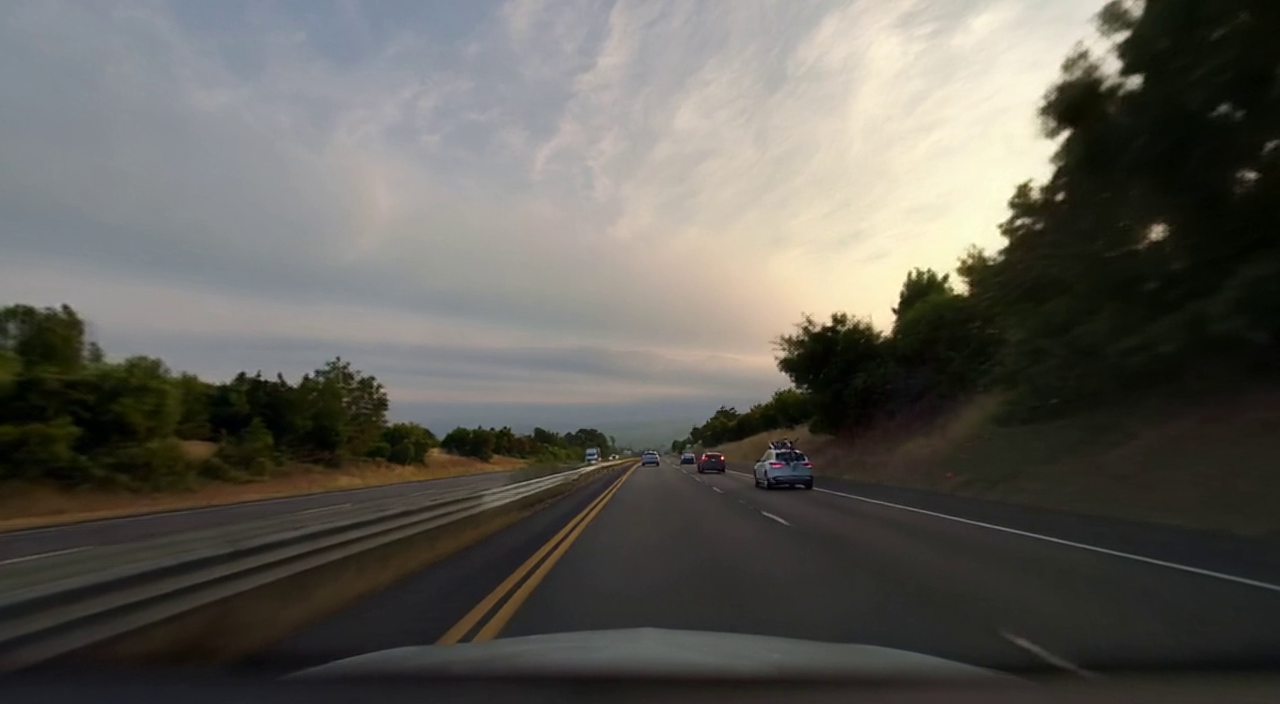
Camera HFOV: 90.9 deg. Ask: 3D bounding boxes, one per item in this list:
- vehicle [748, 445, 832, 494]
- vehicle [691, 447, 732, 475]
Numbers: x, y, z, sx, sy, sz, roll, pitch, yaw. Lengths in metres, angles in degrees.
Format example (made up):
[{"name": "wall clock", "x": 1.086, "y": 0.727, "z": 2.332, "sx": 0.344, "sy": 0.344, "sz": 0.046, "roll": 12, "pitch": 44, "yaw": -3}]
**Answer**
[{"name": "vehicle", "x": 5.125, "y": 4.066, "z": 22.081, "sx": 1.964, "sy": 1.513, "sz": 3.707, "roll": 0, "pitch": -9, "yaw": -1}, {"name": "vehicle", "x": 4.563, "y": 7.063, "z": 40.992, "sx": 2.122, "sy": 1.662, "sz": 4.392, "roll": 0, "pitch": -9, "yaw": 0}]
